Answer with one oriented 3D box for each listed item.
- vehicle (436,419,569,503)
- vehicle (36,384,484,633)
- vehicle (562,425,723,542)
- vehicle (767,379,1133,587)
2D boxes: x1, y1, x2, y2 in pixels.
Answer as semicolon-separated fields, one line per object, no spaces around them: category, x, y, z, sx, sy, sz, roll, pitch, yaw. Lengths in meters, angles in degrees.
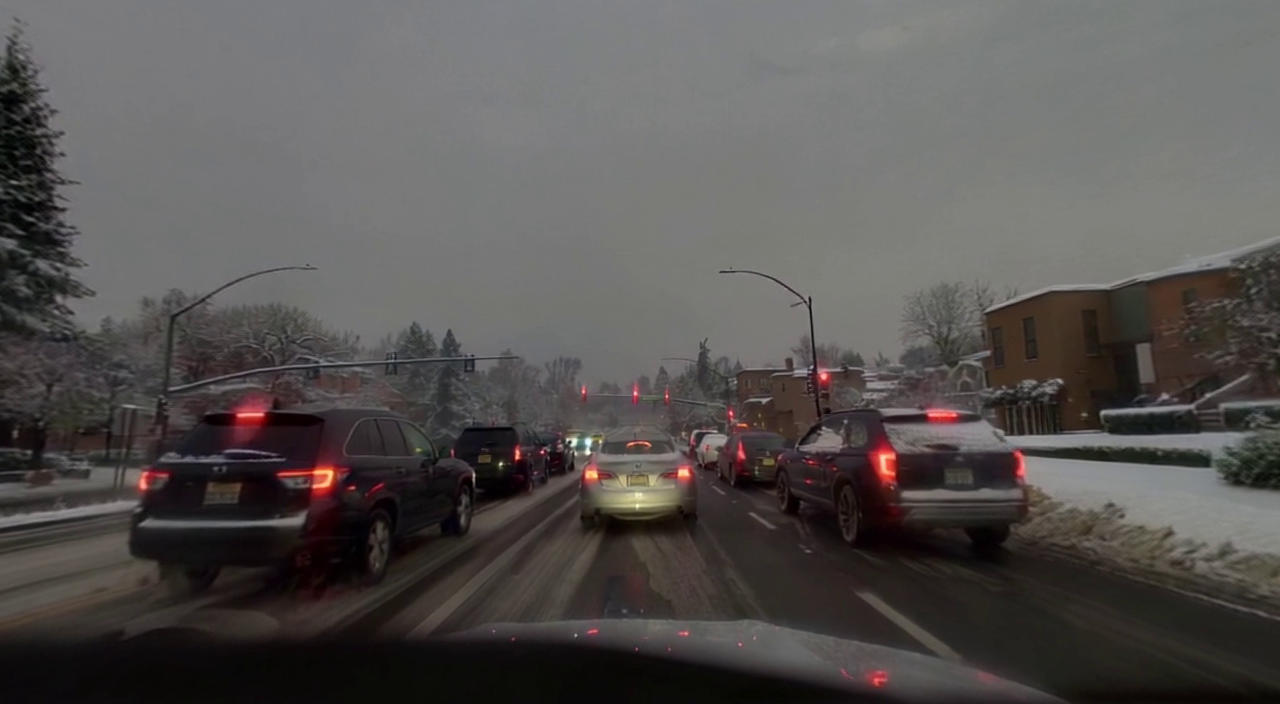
vehicle;-3.192;2.649;15.718;2.117;1.772;4.619;0;-8;2
vehicle;-3.151;1.379;6.511;1.912;1.703;4.261;0;-8;1
vehicle;0.016;1.948;9.911;2.021;1.461;3.862;0;-8;0
vehicle;3.237;1.505;7.998;2.141;1.833;4.704;0;-8;-2
